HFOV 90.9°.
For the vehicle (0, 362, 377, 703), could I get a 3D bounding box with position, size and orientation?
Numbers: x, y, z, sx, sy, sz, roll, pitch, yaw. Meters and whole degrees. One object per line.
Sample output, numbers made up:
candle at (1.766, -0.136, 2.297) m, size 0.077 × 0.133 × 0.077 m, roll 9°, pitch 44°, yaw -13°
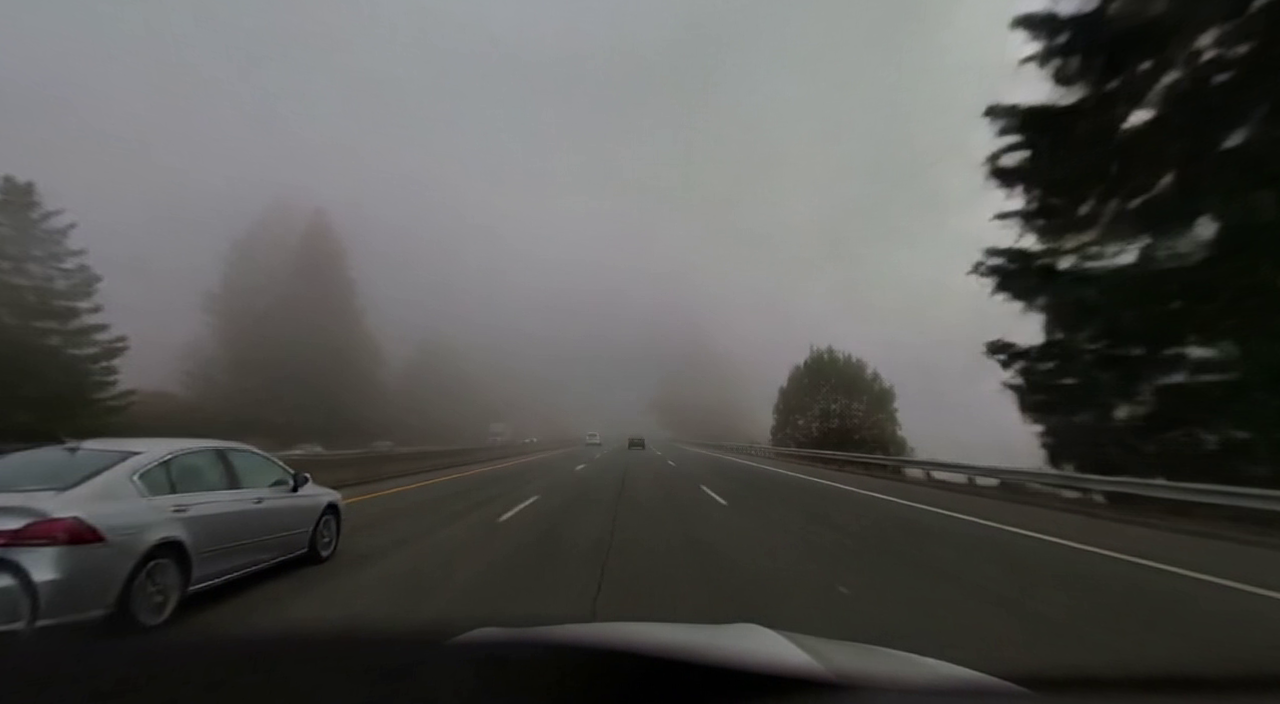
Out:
vehicle at (-4.028, 1.151, 4.945) m, size 2.064 × 1.647 × 4.381 m, roll 0°, pitch -8°, yaw -1°
